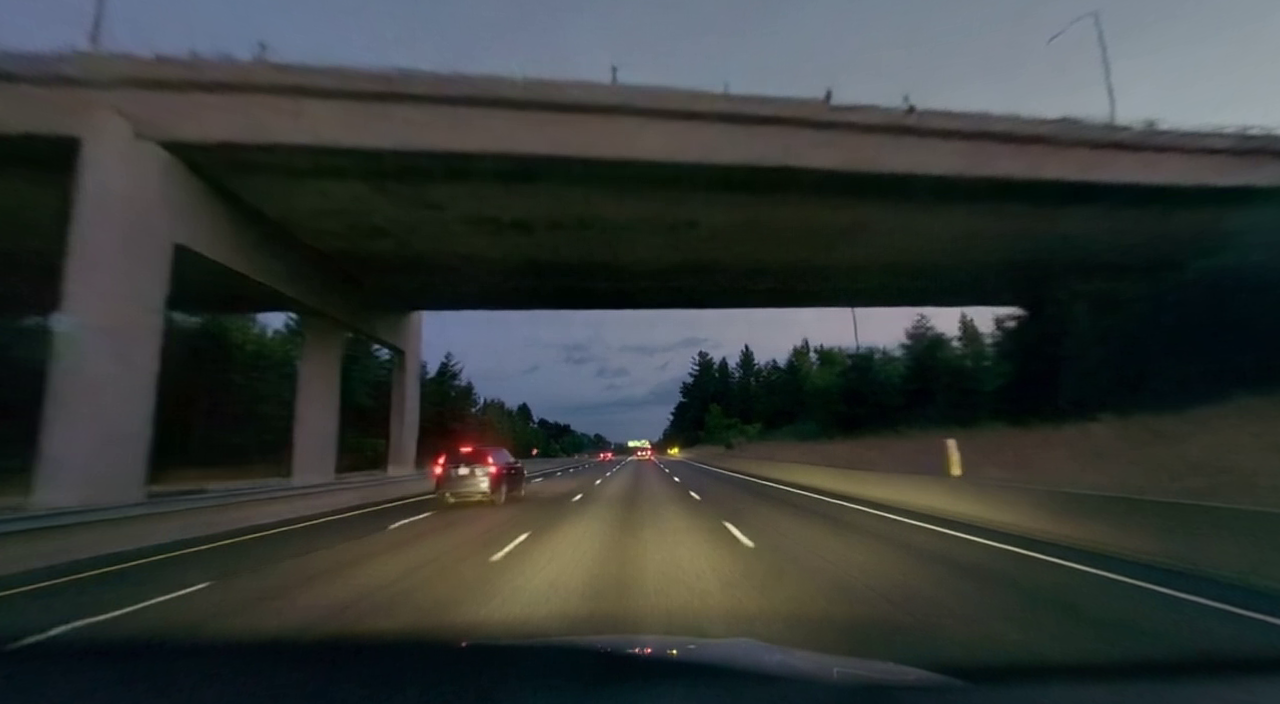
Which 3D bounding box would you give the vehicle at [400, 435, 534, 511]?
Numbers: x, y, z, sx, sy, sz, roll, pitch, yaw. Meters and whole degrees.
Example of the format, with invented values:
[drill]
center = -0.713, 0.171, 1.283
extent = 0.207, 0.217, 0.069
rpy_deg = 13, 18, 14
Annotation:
[vehicle]
center = -4.137, 2.967, 15.962
extent = 2.076, 1.637, 4.526
rpy_deg = 0, -9, 0
